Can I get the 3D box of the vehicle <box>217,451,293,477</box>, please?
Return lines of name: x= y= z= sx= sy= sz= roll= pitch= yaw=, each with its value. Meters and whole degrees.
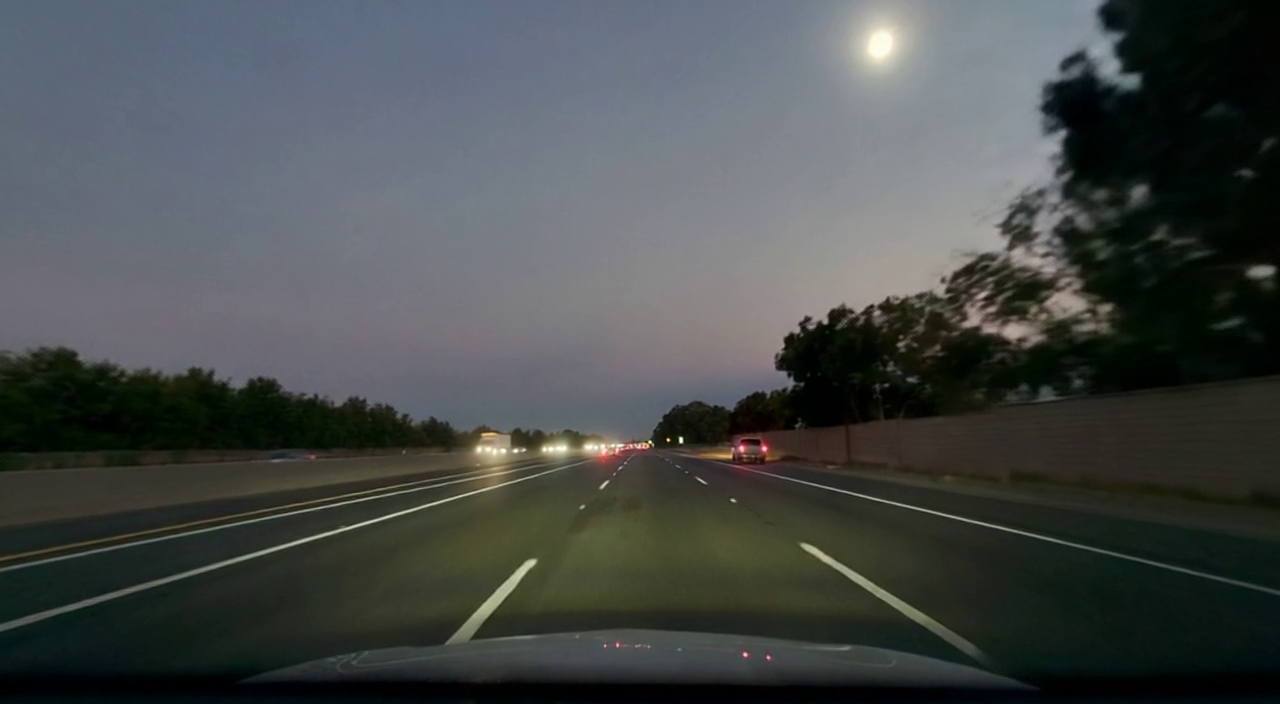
vehicle: x=-24.625 y=7.172 z=40.482 sx=1.877 sy=1.531 sz=4.712 roll=0 pitch=-9 yaw=0

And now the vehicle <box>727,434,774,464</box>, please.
vehicle: x=8.310 y=7.395 z=48.029 sx=2.440 sy=2.132 sz=6.219 roll=0 pitch=-9 yaw=0
